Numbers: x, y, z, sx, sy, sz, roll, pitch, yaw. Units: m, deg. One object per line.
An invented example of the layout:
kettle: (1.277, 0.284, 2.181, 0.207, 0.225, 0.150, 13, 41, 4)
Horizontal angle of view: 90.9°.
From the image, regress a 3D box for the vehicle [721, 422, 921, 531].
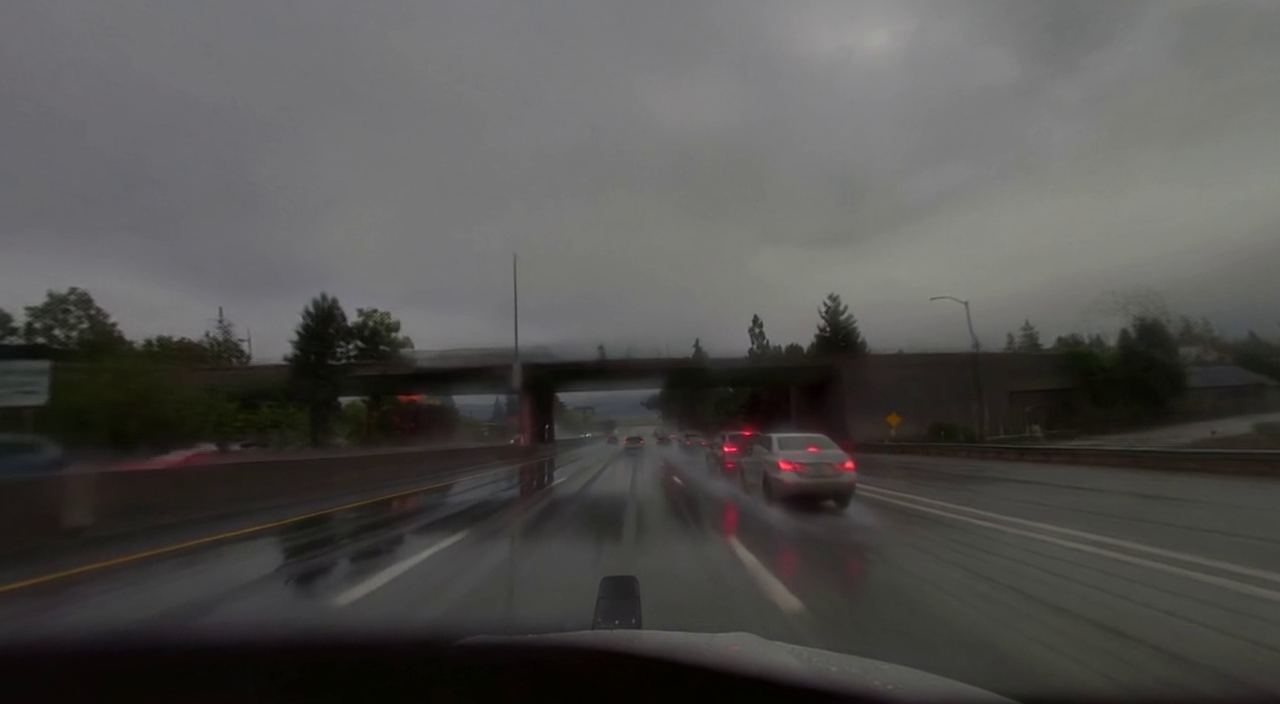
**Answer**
vehicle: (3.080, 2.228, 12.112, 2.240, 1.646, 4.949, 0, -8, -2)
